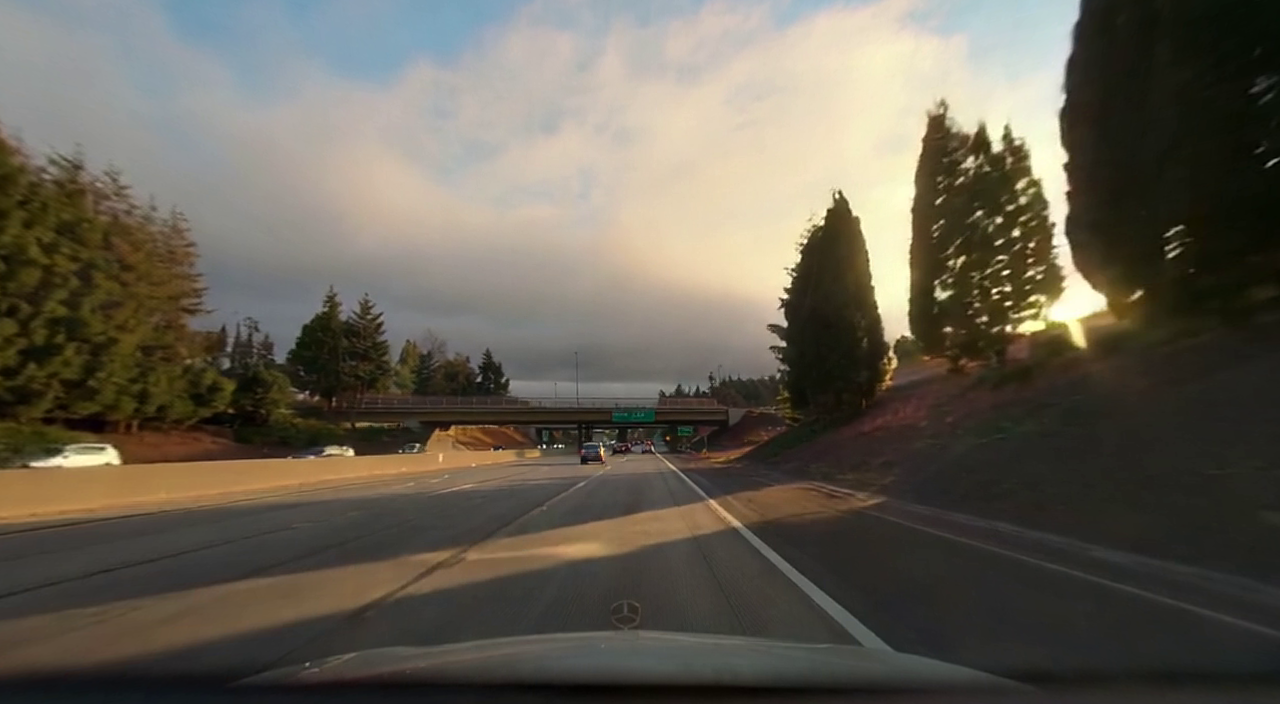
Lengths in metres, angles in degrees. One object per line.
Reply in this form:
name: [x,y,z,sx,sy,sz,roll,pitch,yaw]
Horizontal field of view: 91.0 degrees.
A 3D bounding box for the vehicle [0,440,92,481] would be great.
vehicle: [-32.080,5.539,32.471,2.220,1.982,5.871,0,-9,1]
